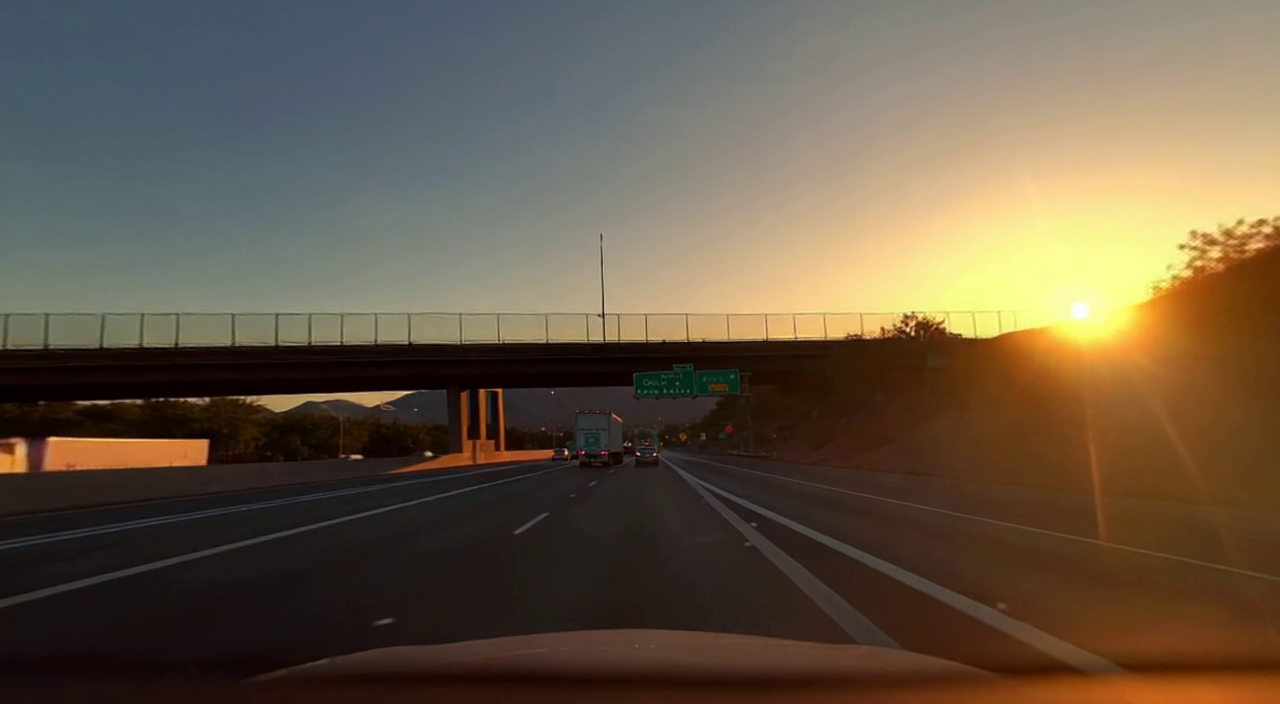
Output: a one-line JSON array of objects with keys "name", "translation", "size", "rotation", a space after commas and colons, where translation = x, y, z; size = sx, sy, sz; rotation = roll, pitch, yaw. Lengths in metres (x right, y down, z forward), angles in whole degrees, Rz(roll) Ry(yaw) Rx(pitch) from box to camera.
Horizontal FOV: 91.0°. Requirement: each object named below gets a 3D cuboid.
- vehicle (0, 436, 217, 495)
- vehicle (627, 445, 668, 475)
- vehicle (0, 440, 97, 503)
[{"name": "vehicle", "translation": [-34.811, 7.468, 42.486], "size": [2.822, 3.236, 13.926], "rotation": [0, -9, 1]}, {"name": "vehicle", "translation": [0.382, 5.713, 33.620], "size": [2.066, 1.469, 4.050], "rotation": [0, -9, 0]}, {"name": "vehicle", "translation": [-34.845, 6.504, 34.622], "size": [3.045, 3.224, 7.442], "rotation": [-1, -9, 2]}]
